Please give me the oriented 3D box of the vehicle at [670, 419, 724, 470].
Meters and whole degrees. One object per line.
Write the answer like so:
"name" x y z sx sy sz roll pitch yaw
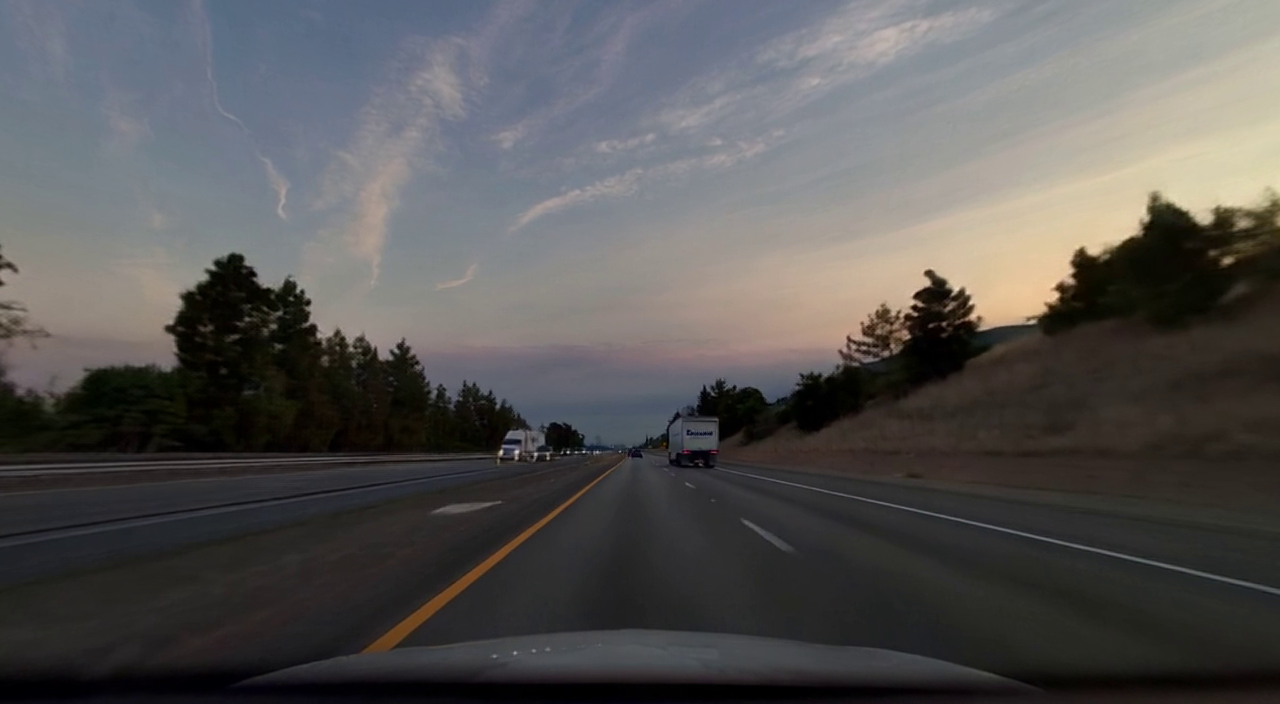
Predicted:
"vehicle" 4.137 7.220 48.782 2.876 3.419 11.591 0 -9 -1
